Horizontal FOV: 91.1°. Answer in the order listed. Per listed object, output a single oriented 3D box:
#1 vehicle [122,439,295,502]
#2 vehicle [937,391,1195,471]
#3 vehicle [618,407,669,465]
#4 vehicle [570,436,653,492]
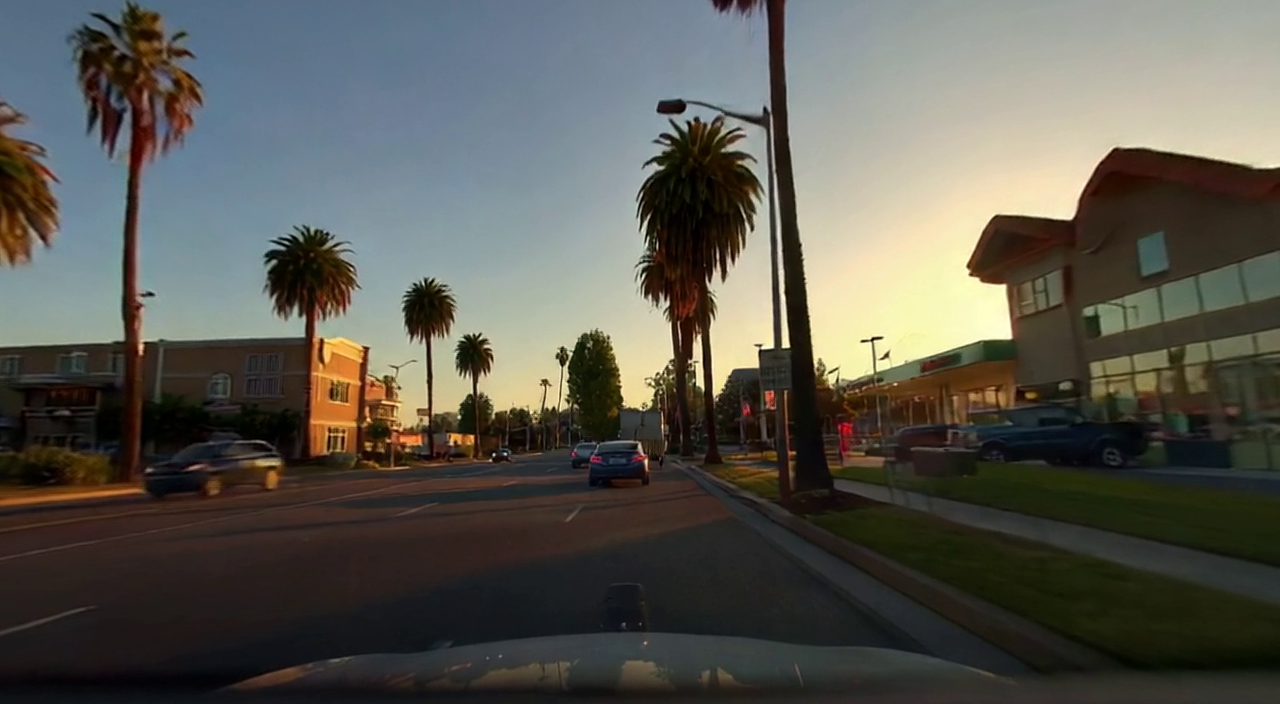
[{"bbox_3d":[-12.252,3.373,18.271,1.895,1.592,4.305,0,-9,1],"label":"vehicle"},{"bbox_3d":[12.330,2.351,18.485,5.968,2.162,2.319,1,-9,-5],"label":"vehicle"},{"bbox_3d":[0.222,5.640,41.852,3.100,3.468,8.108,0,-8,0],"label":"vehicle"},{"bbox_3d":[-0.733,3.380,19.307,2.145,1.483,4.453,-1,-9,3],"label":"vehicle"}]
